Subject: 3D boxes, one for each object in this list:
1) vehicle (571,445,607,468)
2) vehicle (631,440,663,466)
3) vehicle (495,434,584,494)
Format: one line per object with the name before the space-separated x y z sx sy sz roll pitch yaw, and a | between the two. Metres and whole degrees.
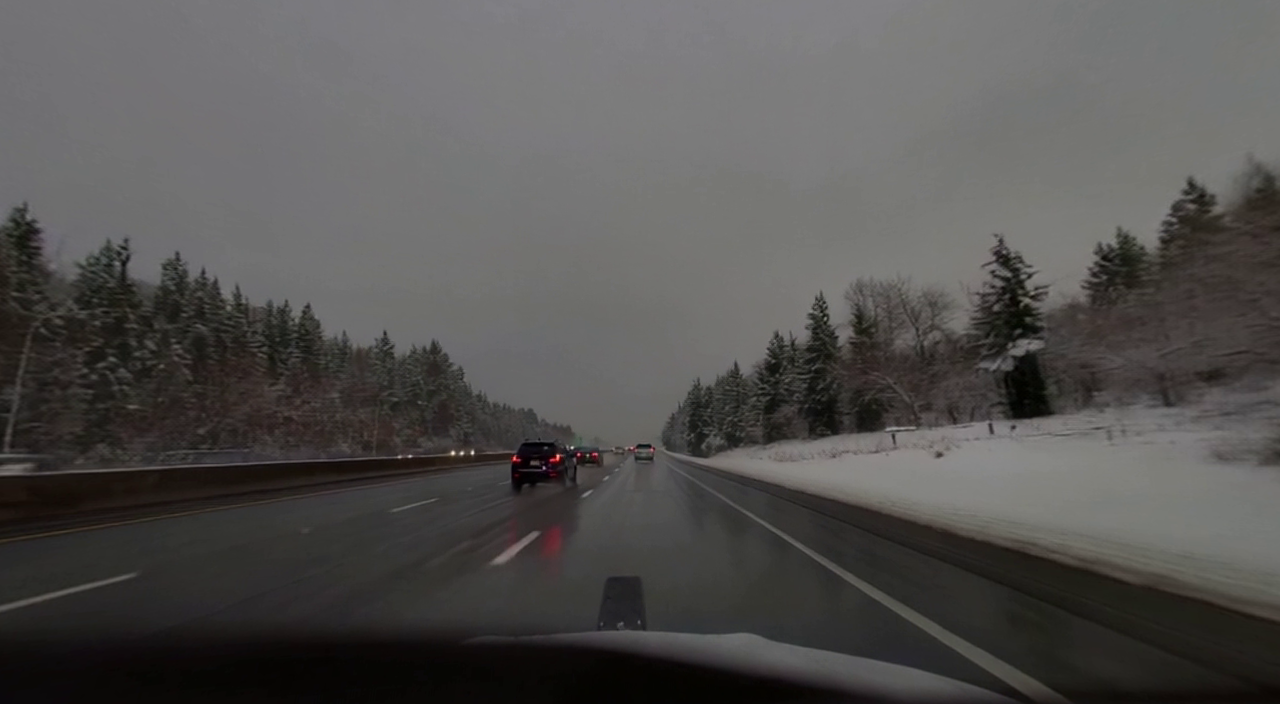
vehicle | -3.394 7.100 42.799 2.055 1.431 3.921 0 -9 1
vehicle | 0.513 7.470 46.674 2.285 1.797 4.478 0 -9 0
vehicle | -3.050 3.495 19.978 2.056 1.679 4.204 0 -9 1
